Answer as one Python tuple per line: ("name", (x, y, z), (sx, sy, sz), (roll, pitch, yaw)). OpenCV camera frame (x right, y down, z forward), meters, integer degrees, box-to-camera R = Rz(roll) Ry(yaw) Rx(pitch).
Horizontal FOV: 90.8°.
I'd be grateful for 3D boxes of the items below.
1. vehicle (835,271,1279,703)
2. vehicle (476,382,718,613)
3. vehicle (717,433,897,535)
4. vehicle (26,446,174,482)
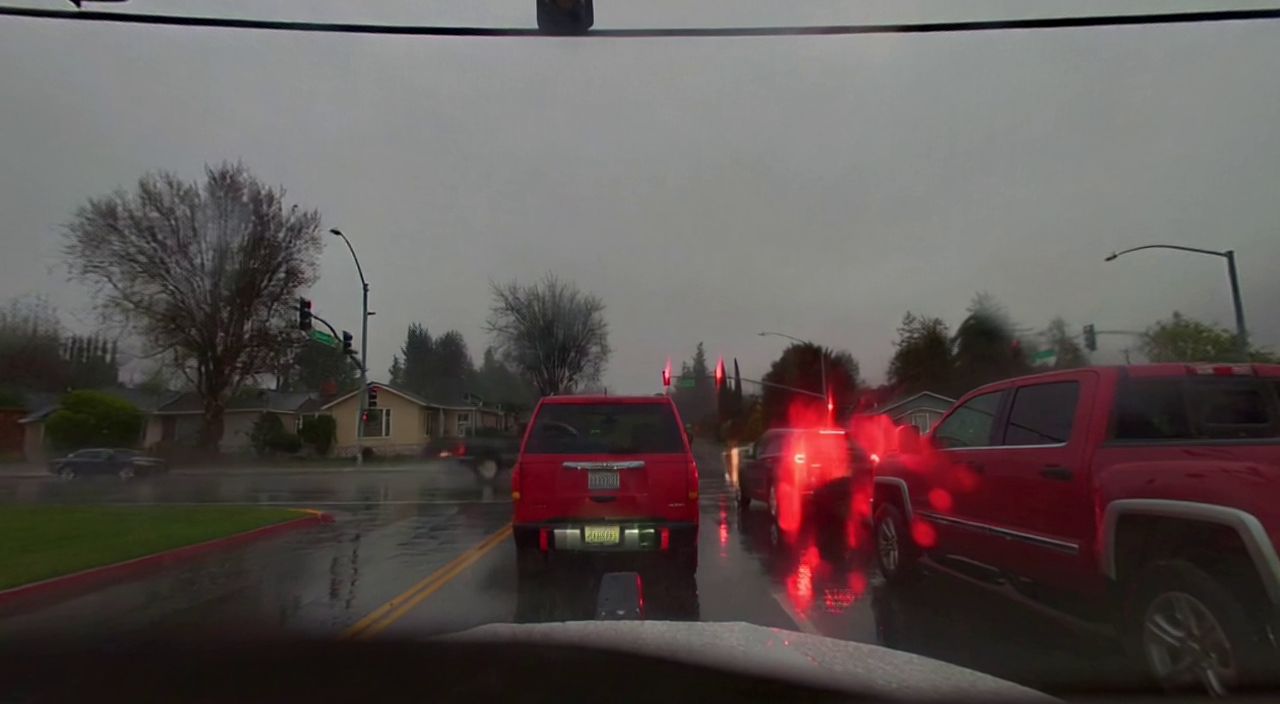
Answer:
("vehicle", (2.984, 0.943, 3.893), (1.886, 1.849, 5.070), (0, -8, -1))
("vehicle", (-0.198, 1.386, 6.744), (1.915, 1.780, 3.379), (-1, -8, 5))
("vehicle", (2.725, 2.264, 11.523), (1.952, 1.465, 4.421), (0, -8, -2))
("vehicle", (-22.994, 4.762, 27.063), (4.533, 1.350, 1.714), (0, -8, -8))
